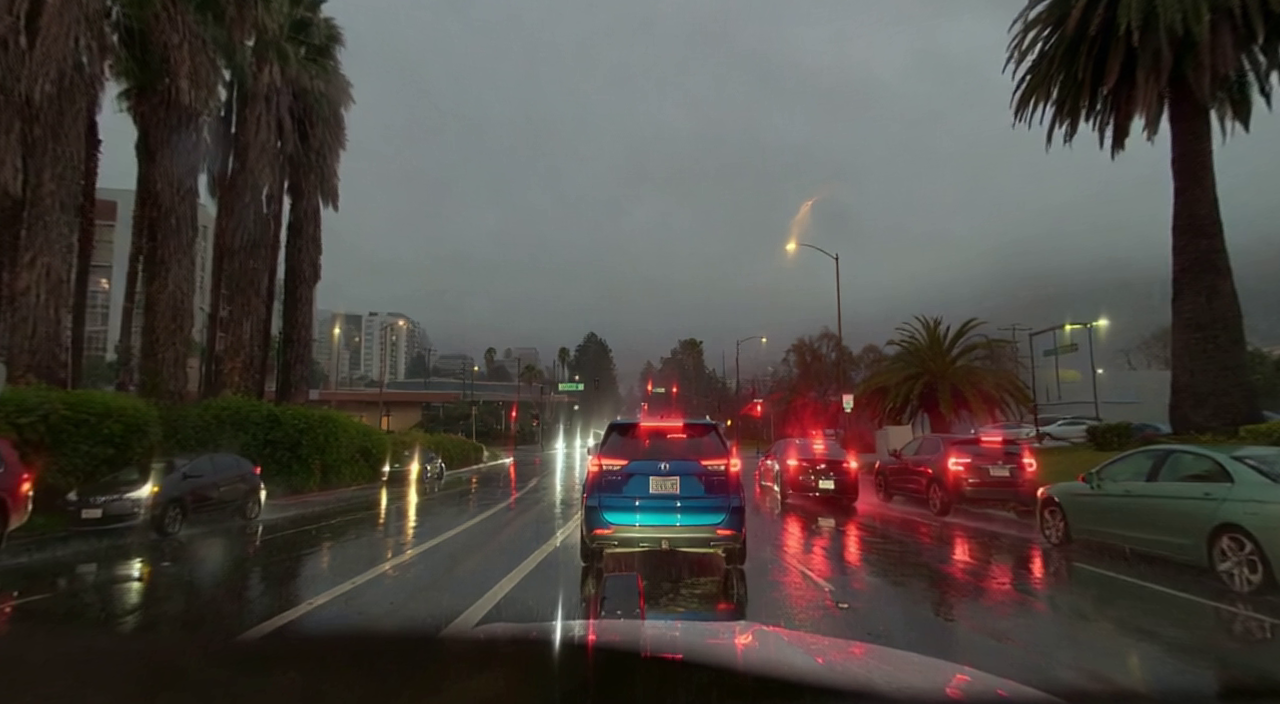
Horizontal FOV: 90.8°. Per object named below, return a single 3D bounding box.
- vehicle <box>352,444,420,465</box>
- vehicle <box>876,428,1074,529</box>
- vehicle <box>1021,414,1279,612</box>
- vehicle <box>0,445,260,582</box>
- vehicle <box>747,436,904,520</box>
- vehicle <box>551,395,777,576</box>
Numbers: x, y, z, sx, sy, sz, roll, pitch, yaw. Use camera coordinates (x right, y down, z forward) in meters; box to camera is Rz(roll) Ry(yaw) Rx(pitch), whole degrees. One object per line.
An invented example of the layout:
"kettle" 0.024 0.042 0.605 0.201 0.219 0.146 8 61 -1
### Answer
"vehicle" -18.649 7.521 46.596 1.759 1.457 4.297 -7 -11 37
"vehicle" 6.665 2.524 13.241 1.930 1.736 4.329 -1 -8 3
"vehicle" 6.441 1.601 6.937 1.935 1.672 4.139 0 -8 1
"vehicle" -9.585 2.800 11.841 2.054 1.467 4.595 -3 -2 1
"vehicle" 3.702 2.581 13.565 2.021 1.480 4.402 0 -8 0
"vehicle" 0.256 1.656 8.556 2.264 1.798 4.258 0 -8 0
